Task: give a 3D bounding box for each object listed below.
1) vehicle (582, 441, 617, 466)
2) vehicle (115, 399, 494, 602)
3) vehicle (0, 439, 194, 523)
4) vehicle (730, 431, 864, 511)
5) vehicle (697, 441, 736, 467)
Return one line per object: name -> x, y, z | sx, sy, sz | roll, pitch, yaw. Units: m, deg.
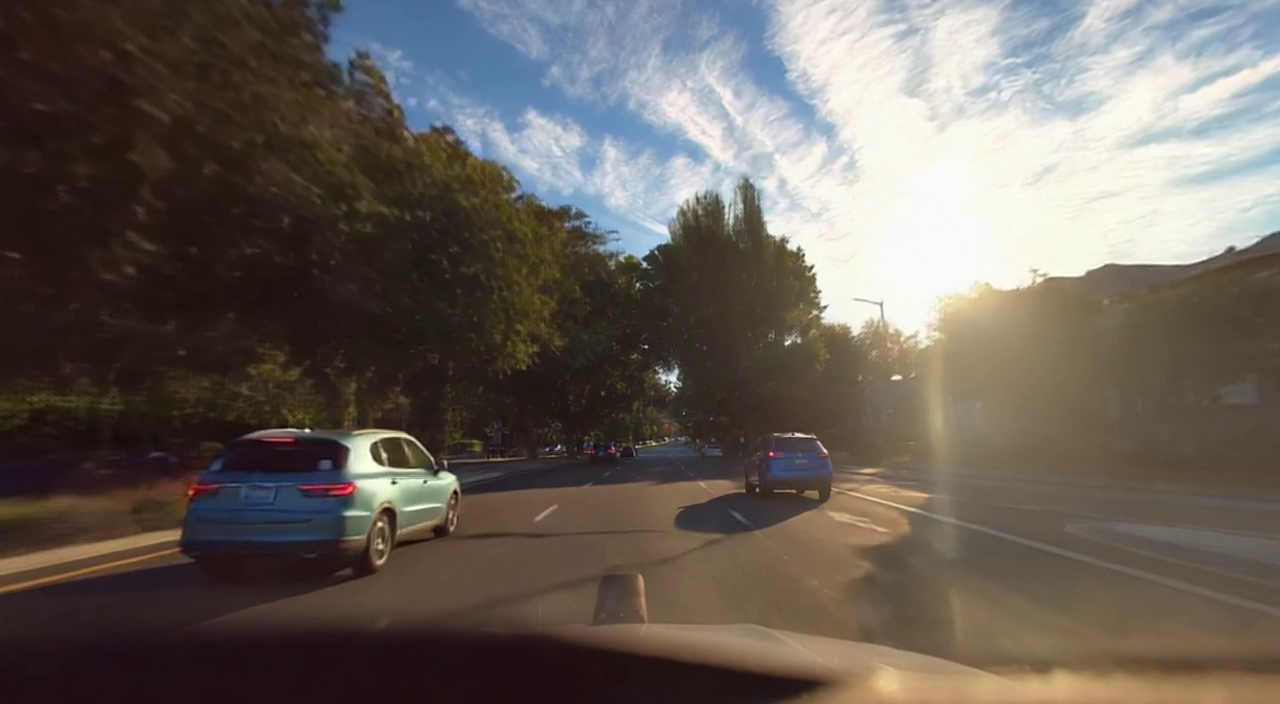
vehicle -> -2.668, 6.803, 42.426 | 1.988, 1.569, 4.202 | 0, -8, 1
vehicle -> -3.371, 1.585, 7.696 | 2.045, 1.688, 4.632 | 0, -8, 0
vehicle -> -12.082, 2.656, 13.523 | 1.993, 1.456, 4.327 | -3, -8, -1
vehicle -> 3.625, 2.834, 15.576 | 2.132, 1.659, 4.387 | 0, -8, -1
vehicle -> 5.182, 6.932, 43.170 | 2.169, 1.669, 4.037 | 0, -8, 0
